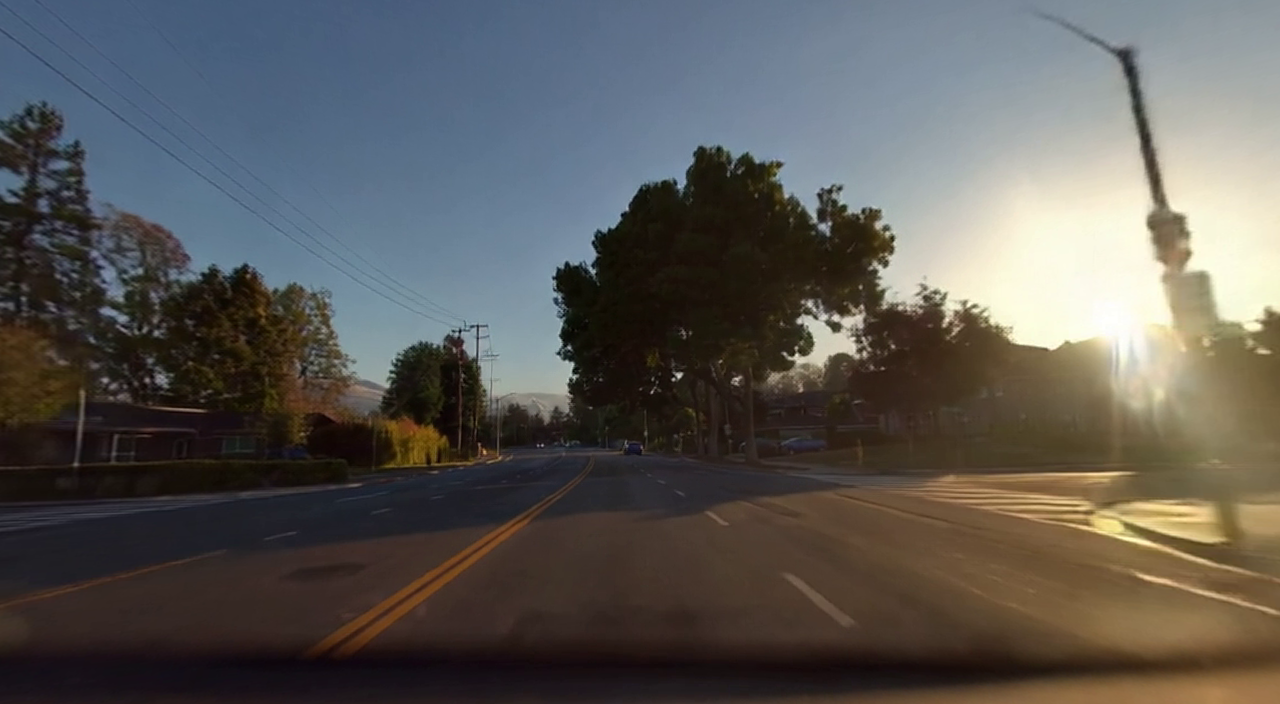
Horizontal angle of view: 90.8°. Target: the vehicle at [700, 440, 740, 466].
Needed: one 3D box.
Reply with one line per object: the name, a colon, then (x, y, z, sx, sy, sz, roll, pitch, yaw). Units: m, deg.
vehicle: (5.475, 6.991, 43.786, 2.024, 1.710, 4.525, 0, -9, -2)
